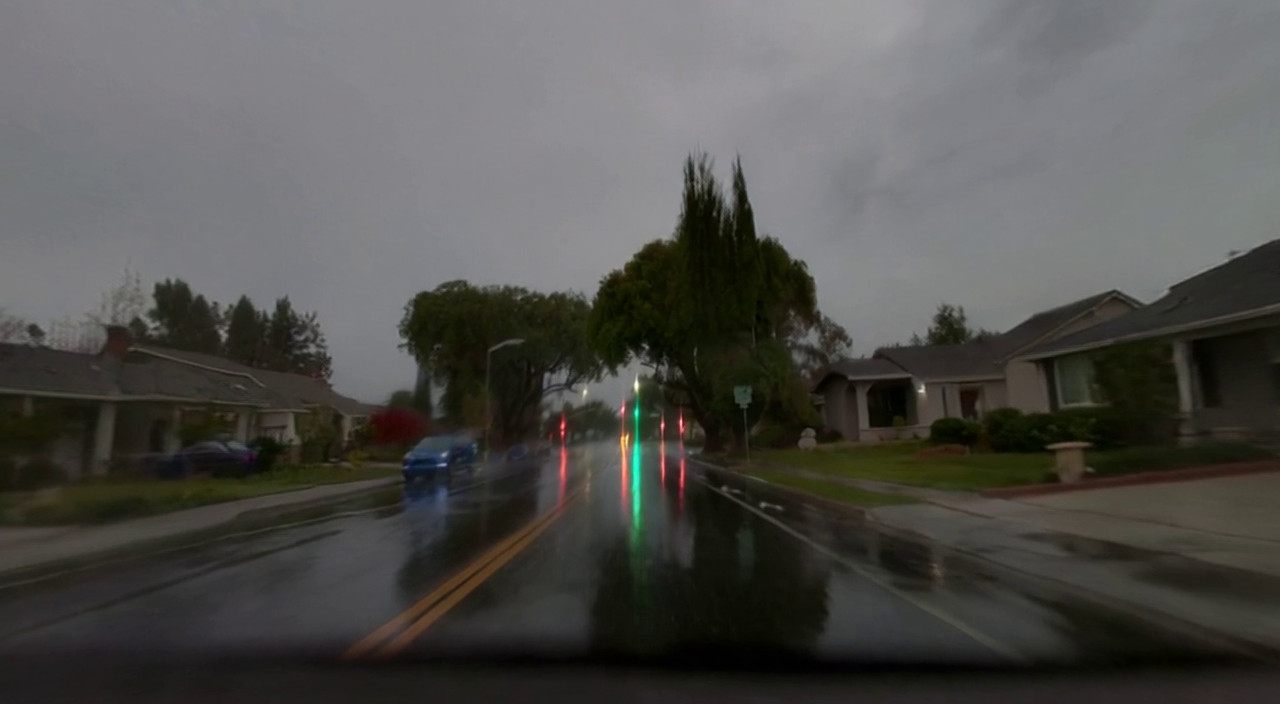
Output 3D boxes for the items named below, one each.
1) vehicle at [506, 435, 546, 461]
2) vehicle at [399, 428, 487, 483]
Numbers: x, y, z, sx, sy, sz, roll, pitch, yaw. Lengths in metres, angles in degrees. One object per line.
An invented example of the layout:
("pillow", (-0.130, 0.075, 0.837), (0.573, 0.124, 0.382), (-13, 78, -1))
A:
("vehicle", (-8.304, 7.025, 46.472), (2.130, 1.692, 4.544), (-2, -8, 0))
("vehicle", (-7.643, 4.026, 24.918), (2.209, 1.807, 4.432), (-3, -8, -3))
